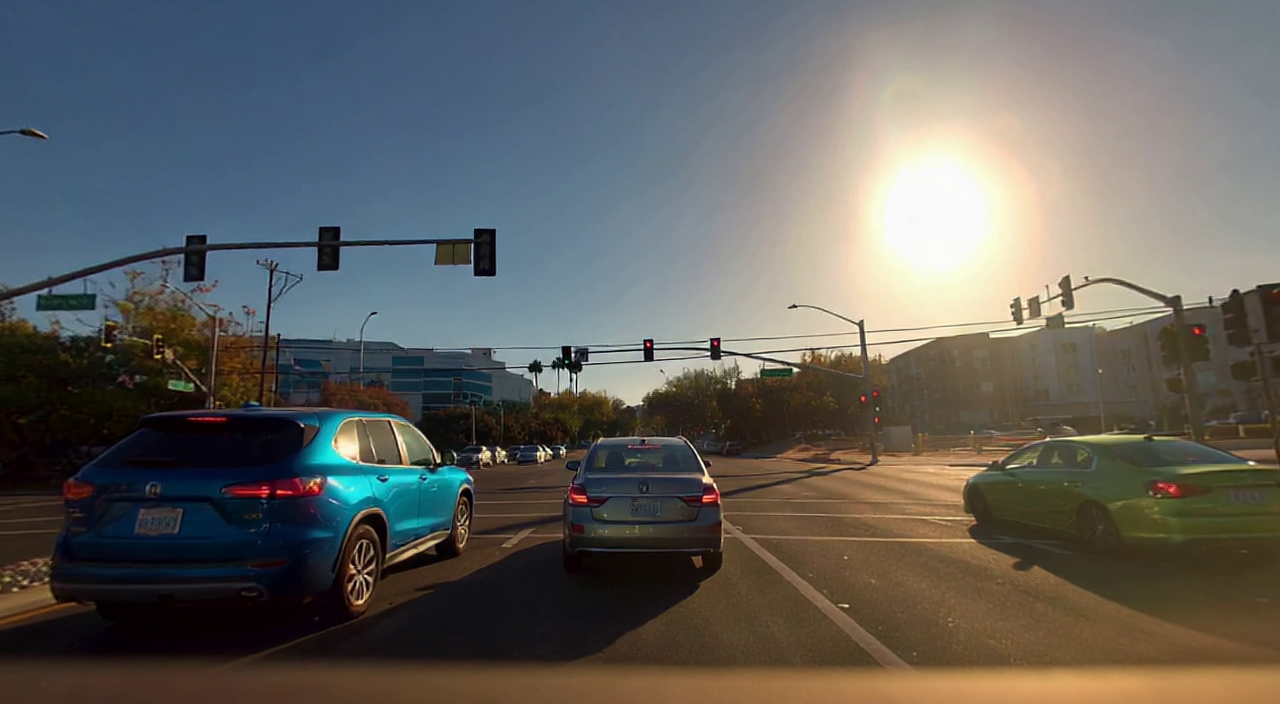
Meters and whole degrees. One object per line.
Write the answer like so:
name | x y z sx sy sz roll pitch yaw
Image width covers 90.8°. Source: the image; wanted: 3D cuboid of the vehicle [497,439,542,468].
vehicle | -7.936 6.703 42.025 2.130 1.810 4.450 -2 -8 1

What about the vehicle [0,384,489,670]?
vehicle | -3.103 1.367 6.070 2.051 1.682 4.467 0 -8 2

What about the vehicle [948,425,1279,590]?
vehicle | 6.093 1.761 8.095 1.970 1.489 4.482 0 -8 -1

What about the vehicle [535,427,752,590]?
vehicle | -0.001 1.702 7.725 1.942 1.445 3.973 0 -8 -1
